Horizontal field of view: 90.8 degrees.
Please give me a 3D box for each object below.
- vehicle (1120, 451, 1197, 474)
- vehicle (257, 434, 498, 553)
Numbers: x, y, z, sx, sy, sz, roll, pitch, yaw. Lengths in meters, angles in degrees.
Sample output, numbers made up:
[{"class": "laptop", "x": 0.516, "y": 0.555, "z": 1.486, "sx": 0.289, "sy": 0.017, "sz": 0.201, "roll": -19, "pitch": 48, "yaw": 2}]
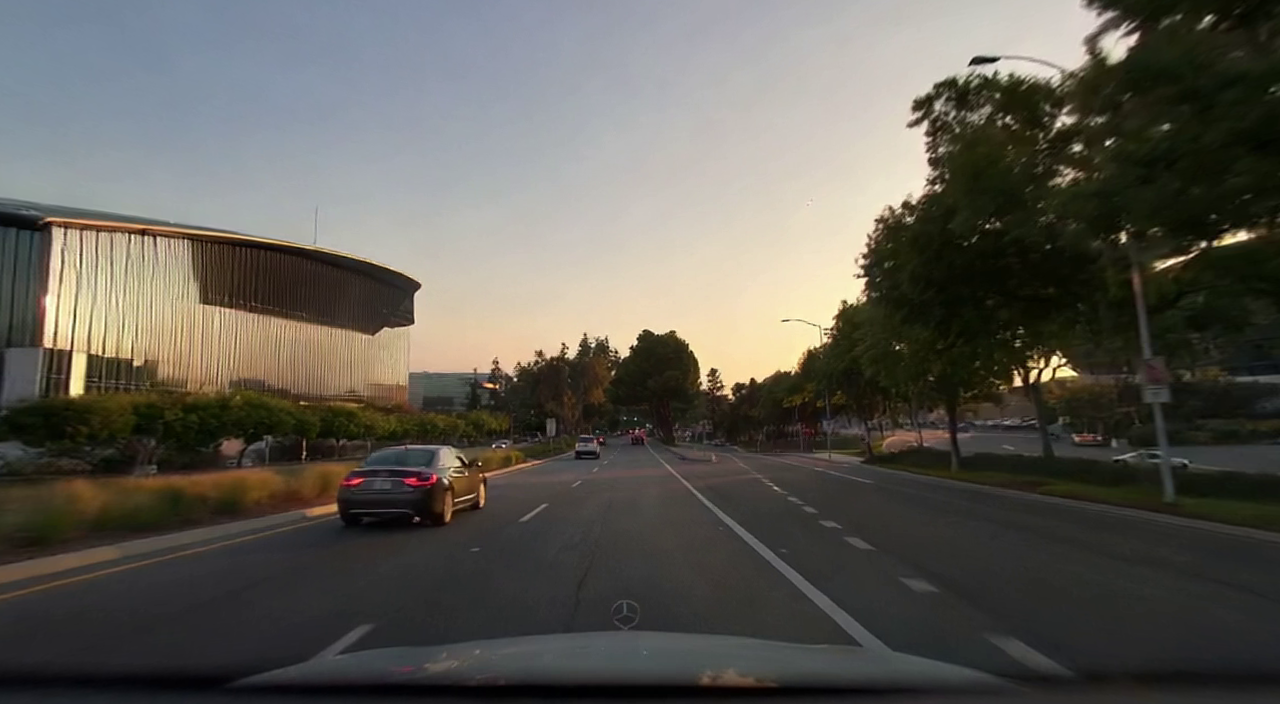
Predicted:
[{"class": "vehicle", "x": 38.175, "y": 8.106, "z": 46.528, "sx": 4.389, "sy": 1.446, "sz": 1.938, "roll": -1, "pitch": -8, "yaw": -13}, {"class": "vehicle", "x": -3.919, "y": 2.171, "z": 10.540, "sx": 1.984, "sy": 1.521, "sz": 4.682, "roll": 0, "pitch": -8, "yaw": 0}]
